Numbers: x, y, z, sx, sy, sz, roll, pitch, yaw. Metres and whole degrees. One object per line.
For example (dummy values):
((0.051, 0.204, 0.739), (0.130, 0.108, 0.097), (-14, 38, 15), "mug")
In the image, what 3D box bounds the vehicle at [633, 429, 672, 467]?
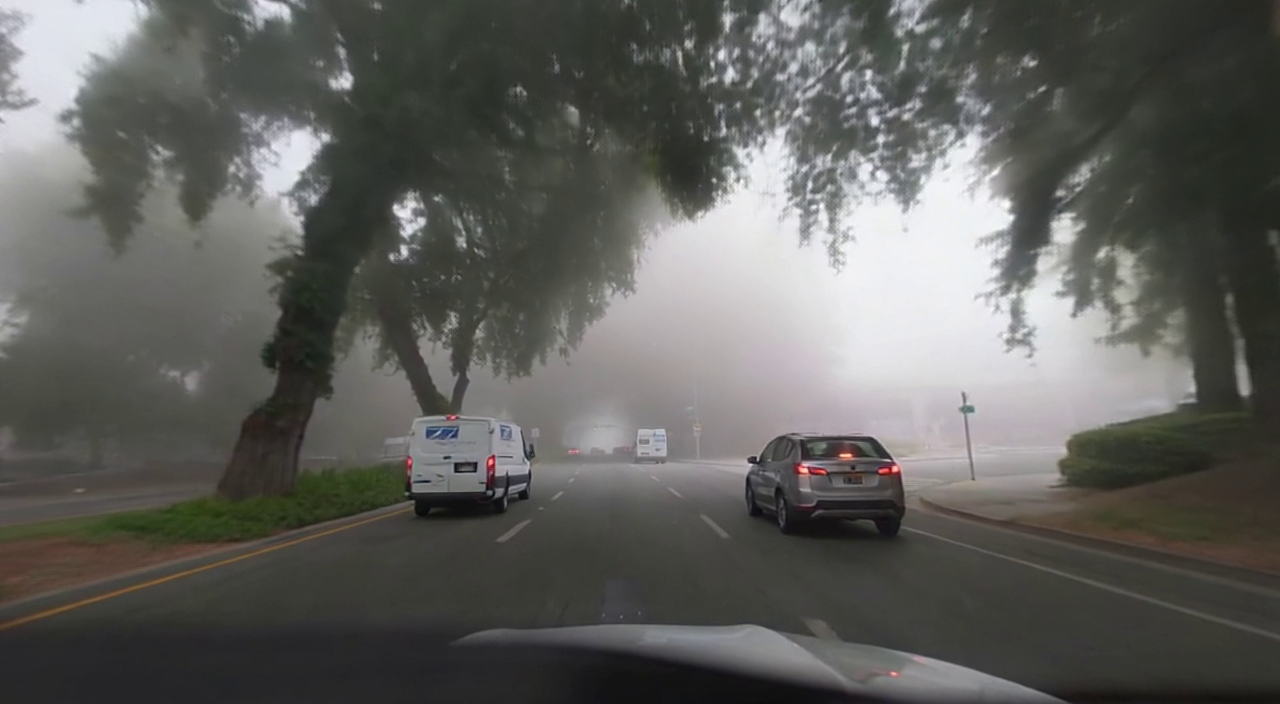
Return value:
((0.841, 7.090, 46.610), (2.397, 2.566, 5.324), (1, -9, -5), "vehicle")

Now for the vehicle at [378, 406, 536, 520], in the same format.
((-3.976, 2.524, 14.787), (2.420, 2.227, 4.499), (0, -9, -1), "vehicle")

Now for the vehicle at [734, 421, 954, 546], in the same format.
((3.091, 2.113, 10.839), (2.087, 1.658, 4.612), (0, -9, -2), "vehicle")

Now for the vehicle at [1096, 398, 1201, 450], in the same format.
((38.642, 5.602, 47.815), (10.876, 3.559, 3.014), (6, -11, -35), "vehicle")
